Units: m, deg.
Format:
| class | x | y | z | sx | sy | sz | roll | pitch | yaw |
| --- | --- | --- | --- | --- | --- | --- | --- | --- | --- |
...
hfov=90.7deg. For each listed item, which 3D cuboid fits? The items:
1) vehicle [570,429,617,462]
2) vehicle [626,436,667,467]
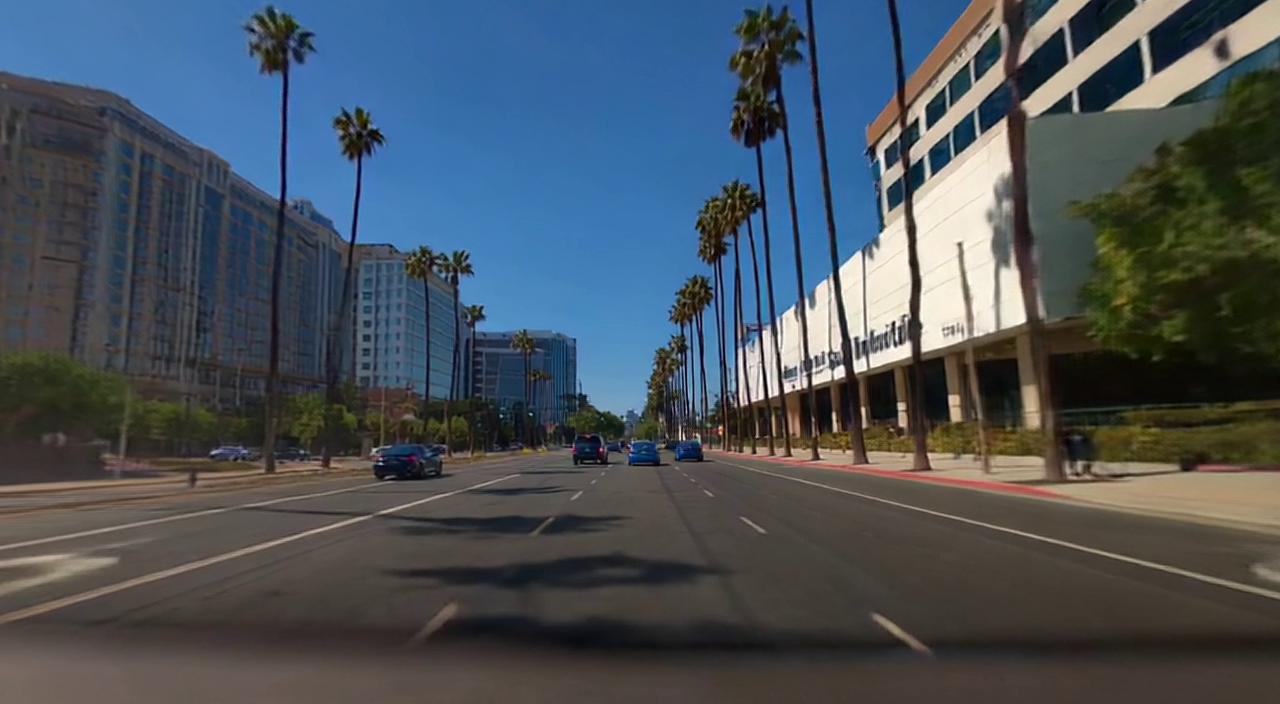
| class | x | y | z | sx | sy | sz | roll | pitch | yaw |
| --- | --- | --- | --- | --- | --- | --- | --- | --- | --- |
| vehicle | -3.063 | 6.384 | 43.100 | 2.672 | 2.064 | 5.681 | 0 | -8 | 0 |
| vehicle | 0.333 | 5.596 | 35.742 | 2.160 | 1.615 | 4.117 | 0 | -8 | 0 |
